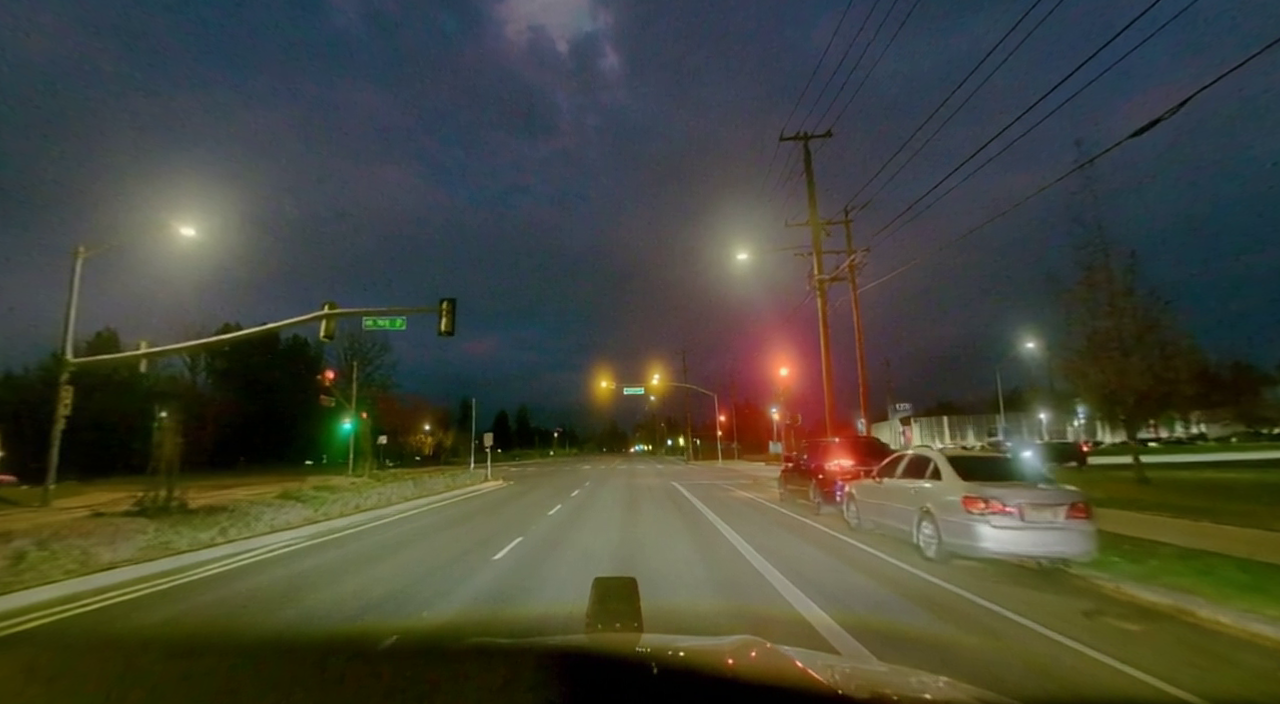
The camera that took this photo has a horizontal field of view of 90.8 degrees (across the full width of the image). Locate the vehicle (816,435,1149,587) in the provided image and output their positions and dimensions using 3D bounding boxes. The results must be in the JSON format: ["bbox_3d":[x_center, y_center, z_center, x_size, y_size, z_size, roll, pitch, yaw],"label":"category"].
[{"bbox_3d":[3.955,1.895,8.446,1.833,1.444,4.589,0,-9,-1],"label":"vehicle"}]
